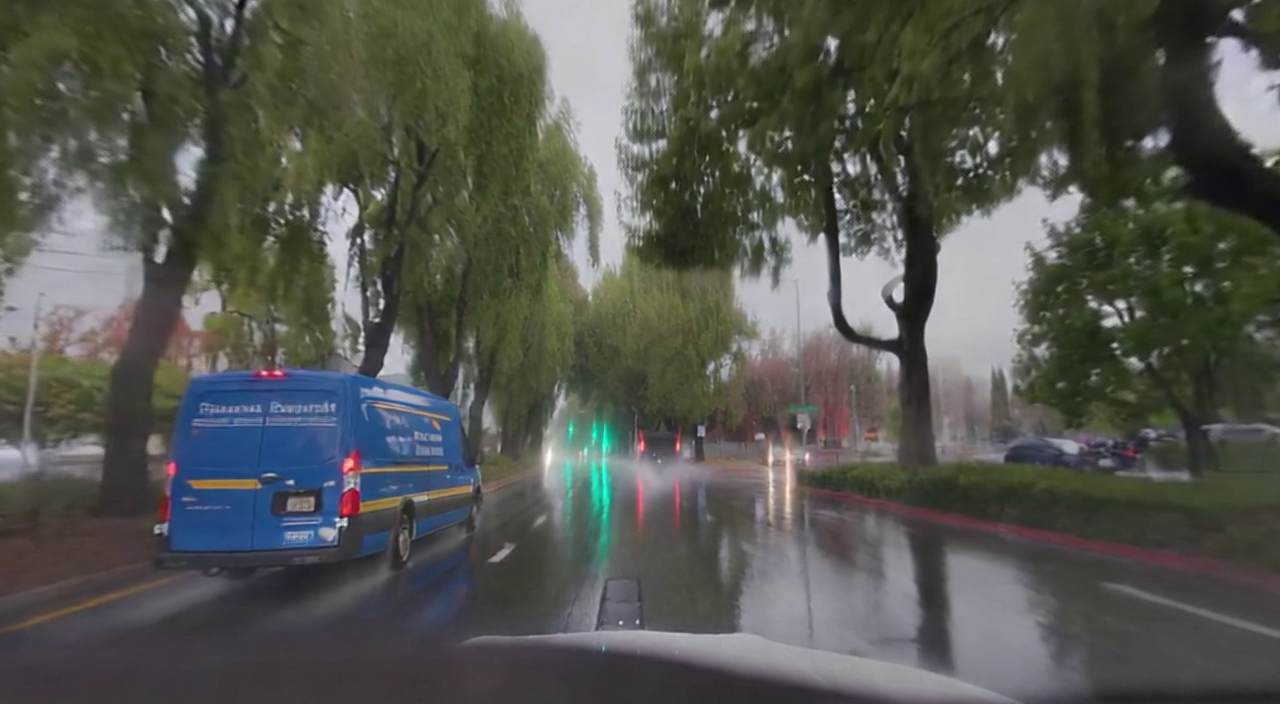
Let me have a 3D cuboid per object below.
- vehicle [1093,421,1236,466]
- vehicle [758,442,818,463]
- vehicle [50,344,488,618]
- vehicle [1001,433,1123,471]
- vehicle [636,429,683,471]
[{"bbox_3d":[23.373,4.154,28.458,1.966,1.798,4.753,1,-9,-7],"label":"vehicle"},{"bbox_3d":[11.635,7.925,49.765,4.117,1.627,2.086,1,-9,-5],"label":"vehicle"},{"bbox_3d":[-3.562,1.395,7.485,2.420,2.227,4.499,0,-9,-1],"label":"vehicle"},{"bbox_3d":[18.322,4.377,27.718,1.926,1.517,4.505,1,-9,-5],"label":"vehicle"},{"bbox_3d":[1.181,6.488,41.753,2.397,2.566,5.324,1,-9,-6],"label":"vehicle"}]
